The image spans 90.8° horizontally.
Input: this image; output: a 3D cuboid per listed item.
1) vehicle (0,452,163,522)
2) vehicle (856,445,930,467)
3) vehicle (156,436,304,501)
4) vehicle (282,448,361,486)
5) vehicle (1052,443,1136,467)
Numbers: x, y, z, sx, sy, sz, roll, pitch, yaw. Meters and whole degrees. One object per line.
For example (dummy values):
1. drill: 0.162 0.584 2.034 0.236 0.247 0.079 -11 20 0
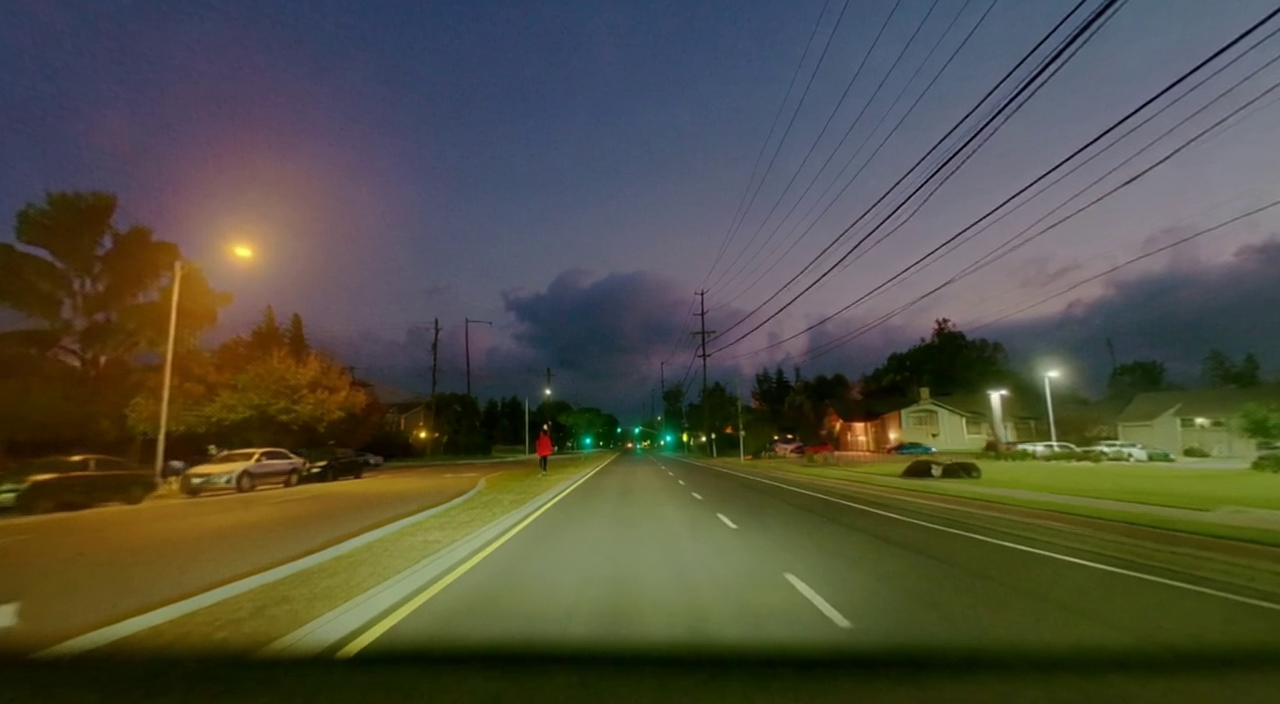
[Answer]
1. vehicle: -15.205 3.377 16.382 2.058 1.479 4.519 0 -8 1
2. vehicle: 17.516 7.184 43.827 4.246 1.427 2.055 0 -8 0
3. vehicle: -15.106 4.274 23.729 2.298 1.979 4.920 -5 -9 0
4. vehicle: -15.431 5.553 30.876 2.106 1.517 4.632 -3 -8 -9
5. vehicle: 33.168 7.541 46.353 1.974 1.647 4.721 2 -9 -15
